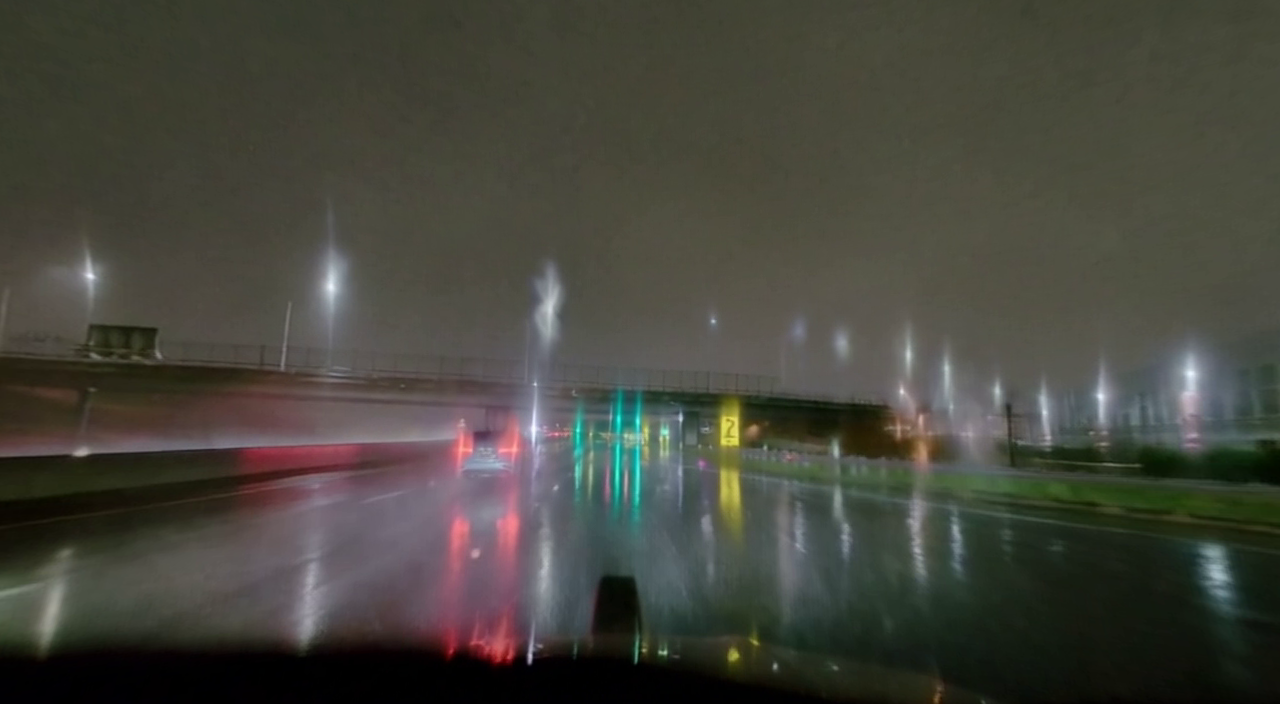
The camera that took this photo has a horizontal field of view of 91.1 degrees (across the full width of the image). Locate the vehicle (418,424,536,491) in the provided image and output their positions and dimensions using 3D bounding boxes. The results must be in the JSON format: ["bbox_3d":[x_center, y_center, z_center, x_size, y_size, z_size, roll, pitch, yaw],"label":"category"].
[{"bbox_3d":[-4.371,2.916,17.799,2.123,1.601,4.887,0,-8,-1],"label":"vehicle"}]
